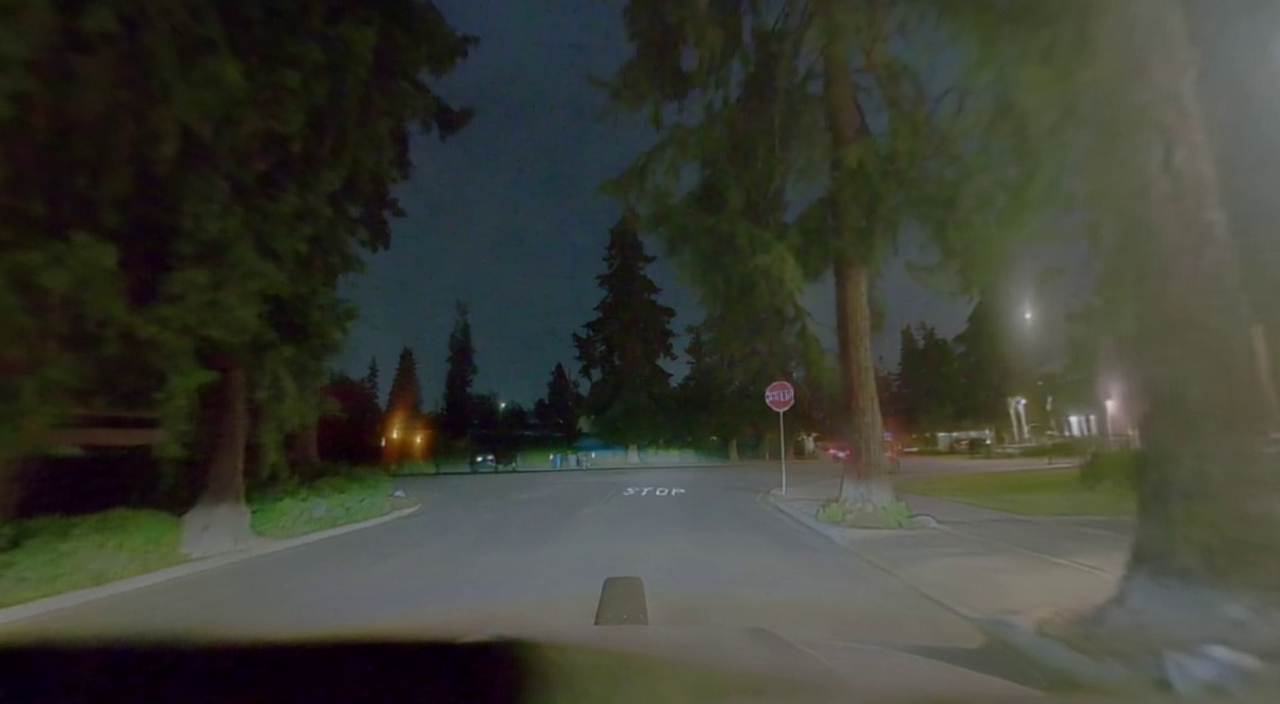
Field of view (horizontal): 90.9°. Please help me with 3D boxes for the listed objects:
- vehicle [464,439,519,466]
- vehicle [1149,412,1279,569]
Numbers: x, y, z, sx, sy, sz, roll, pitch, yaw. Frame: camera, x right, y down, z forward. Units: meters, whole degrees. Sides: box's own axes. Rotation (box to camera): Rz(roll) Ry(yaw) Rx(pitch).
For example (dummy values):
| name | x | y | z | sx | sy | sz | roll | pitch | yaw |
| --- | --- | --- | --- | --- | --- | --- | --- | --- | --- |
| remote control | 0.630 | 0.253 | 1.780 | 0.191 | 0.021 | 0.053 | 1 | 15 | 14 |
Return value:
| name | x | y | z | sx | sy | sz | roll | pitch | yaw |
| --- | --- | --- | --- | --- | --- | --- | --- | --- | --- |
| vehicle | -9.911 | 6.718 | 42.367 | 1.883 | 1.732 | 4.038 | -3 | -9 | 16 |
| vehicle | 8.141 | 1.346 | 6.199 | 4.477 | 1.506 | 1.834 | -5 | -9 | 27 |
